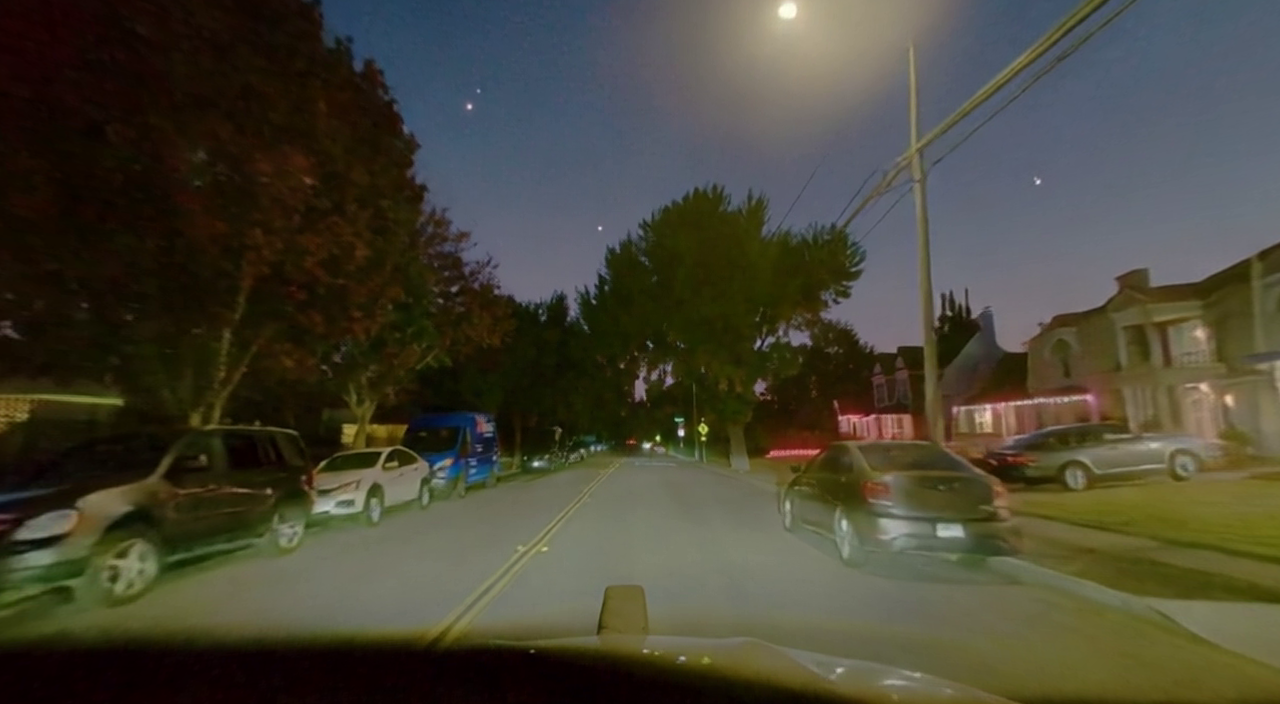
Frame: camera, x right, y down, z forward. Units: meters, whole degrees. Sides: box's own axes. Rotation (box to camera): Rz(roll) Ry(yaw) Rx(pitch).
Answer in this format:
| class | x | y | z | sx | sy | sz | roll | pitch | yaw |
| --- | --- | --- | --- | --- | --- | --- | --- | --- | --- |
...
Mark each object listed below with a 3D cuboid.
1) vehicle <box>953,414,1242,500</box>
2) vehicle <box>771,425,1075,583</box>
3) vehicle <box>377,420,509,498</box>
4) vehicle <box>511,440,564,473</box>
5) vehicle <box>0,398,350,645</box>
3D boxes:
| class | x | y | z | sx | sy | sz | roll | pitch | yaw |
| --- | --- | --- | --- | --- | --- | --- | --- | --- | --- |
| vehicle | 9.201 | 2.127 | 12.989 | 4.365 | 1.597 | 2.112 | 1 | -8 | -4 |
| vehicle | 3.223 | 1.790 | 8.435 | 1.945 | 1.514 | 4.552 | 0 | -8 | 0 |
| vehicle | -5.705 | 3.174 | 19.197 | 2.315 | 2.008 | 5.343 | 0 | -8 | 0 |
| vehicle | -5.235 | 5.382 | 32.683 | 2.038 | 1.571 | 4.524 | 0 | -8 | -1 |
| vehicle | -5.460 | 1.596 | 7.122 | 2.090 | 1.855 | 4.494 | 0 | -8 | 2 |
